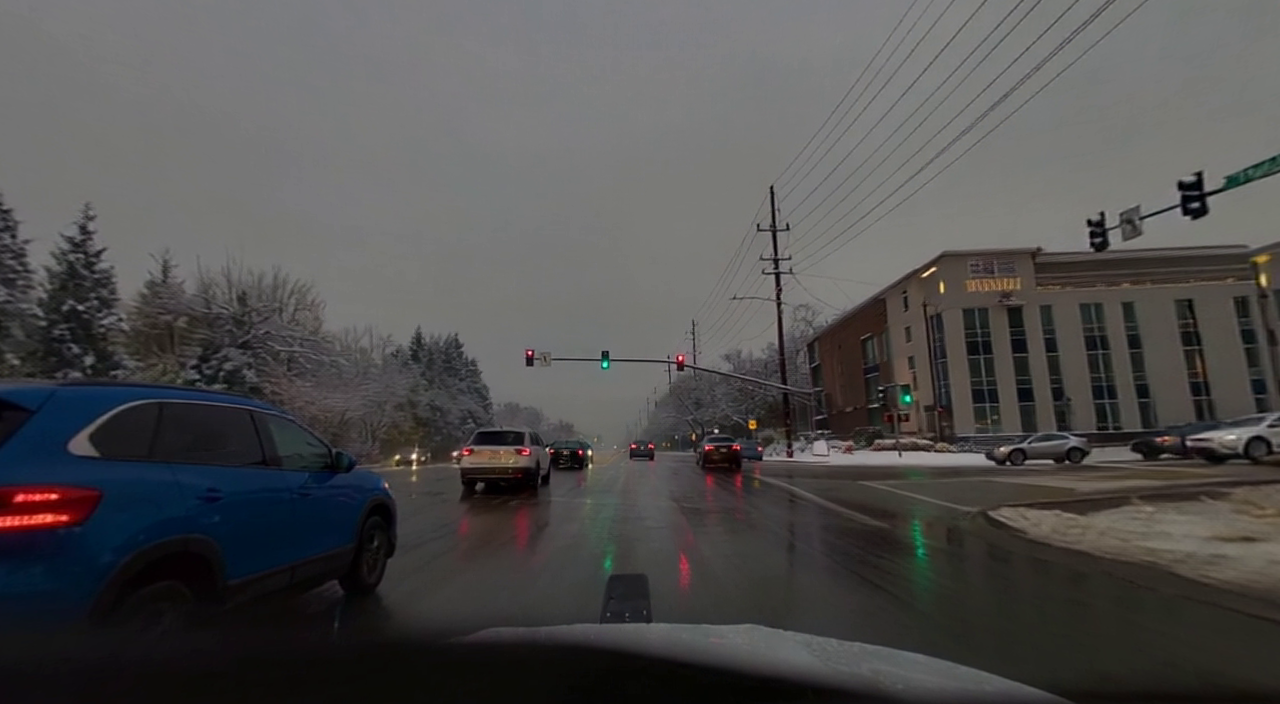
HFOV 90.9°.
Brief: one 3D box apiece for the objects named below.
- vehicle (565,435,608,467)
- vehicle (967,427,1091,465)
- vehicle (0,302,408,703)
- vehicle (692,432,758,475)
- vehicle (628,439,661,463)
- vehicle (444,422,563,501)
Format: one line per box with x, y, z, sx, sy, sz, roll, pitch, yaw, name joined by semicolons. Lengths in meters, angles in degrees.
-2.925;5.550;35.434;1.900;1.677;4.128;0;-8;2;vehicle
17.285;4.212;28.207;4.119;1.574;2.028;-1;-9;5;vehicle
-3.211;0.924;3.521;2.127;1.754;4.287;0;-8;1;vehicle
3.614;4.452;27.783;2.201;1.734;4.564;0;-8;-1;vehicle
0.341;6.815;43.532;2.185;1.515;4.215;0;-8;1;vehicle
-3.292;2.750;16.155;1.958;1.744;4.315;0;-8;2;vehicle
